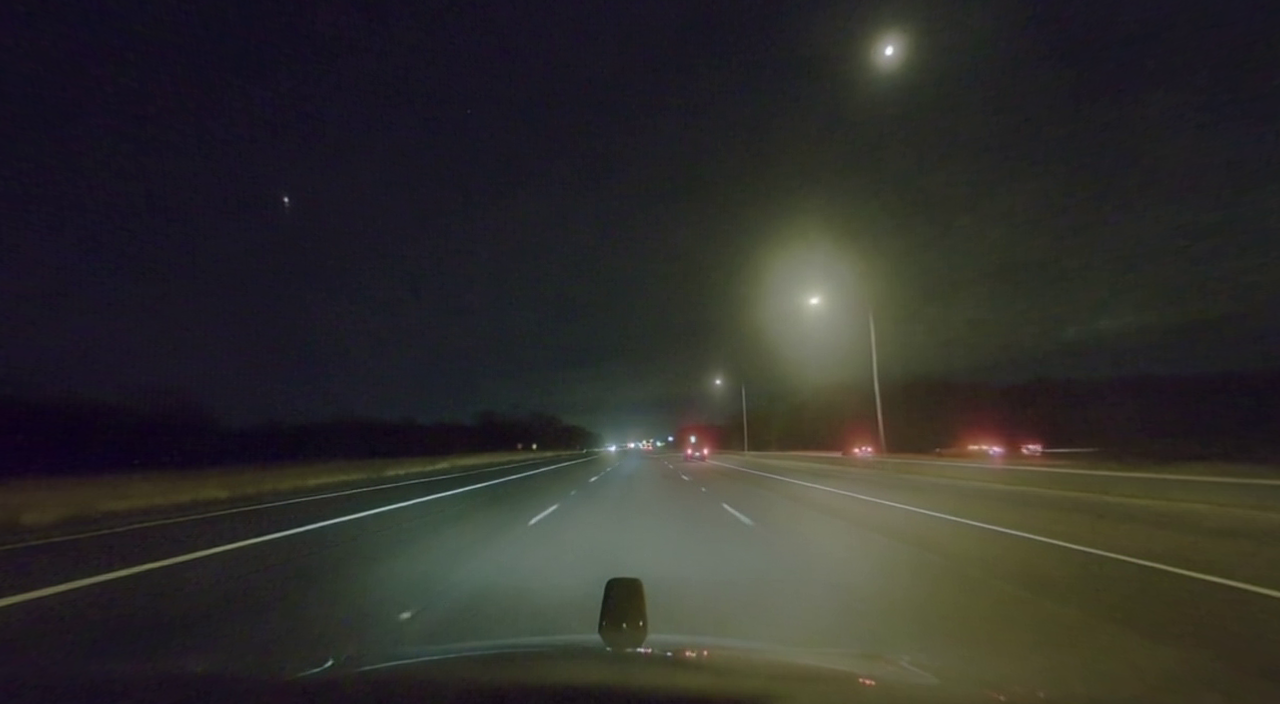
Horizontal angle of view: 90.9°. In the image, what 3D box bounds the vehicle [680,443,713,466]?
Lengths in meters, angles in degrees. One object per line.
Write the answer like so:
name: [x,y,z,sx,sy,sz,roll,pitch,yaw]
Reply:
vehicle: [4.079,7.419,45.826,2.003,1.520,4.058,0,-8,0]
